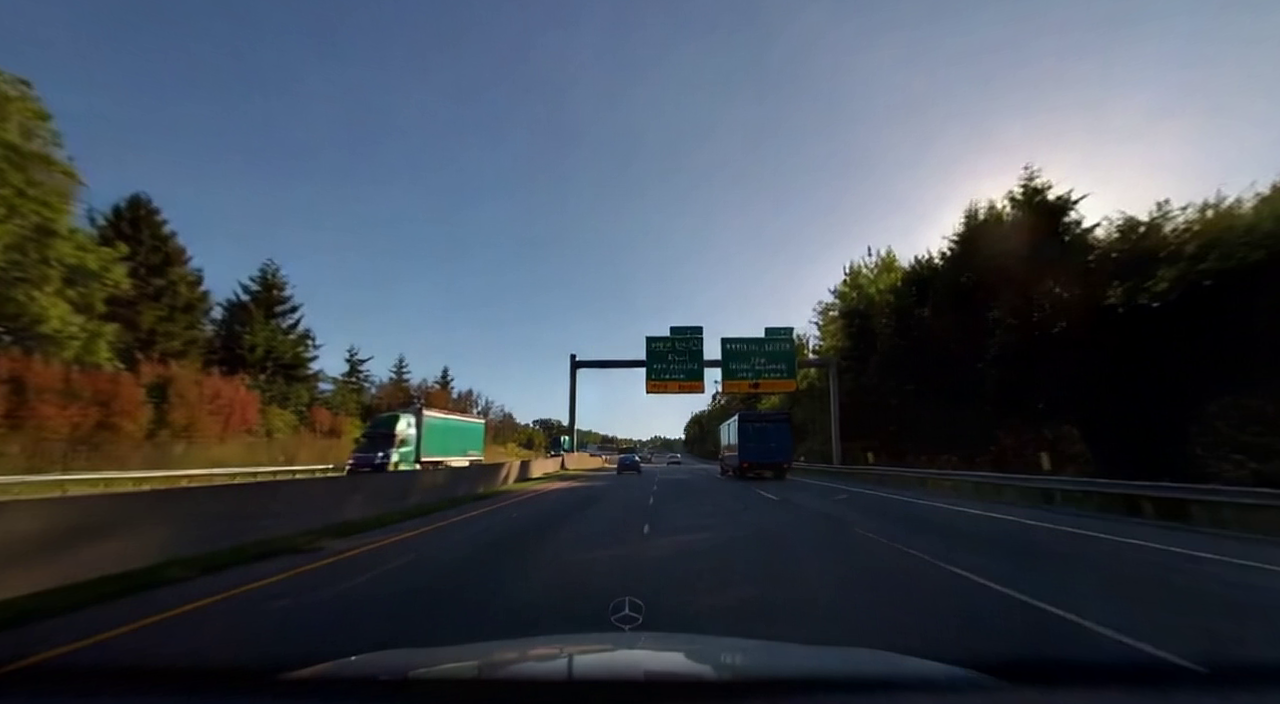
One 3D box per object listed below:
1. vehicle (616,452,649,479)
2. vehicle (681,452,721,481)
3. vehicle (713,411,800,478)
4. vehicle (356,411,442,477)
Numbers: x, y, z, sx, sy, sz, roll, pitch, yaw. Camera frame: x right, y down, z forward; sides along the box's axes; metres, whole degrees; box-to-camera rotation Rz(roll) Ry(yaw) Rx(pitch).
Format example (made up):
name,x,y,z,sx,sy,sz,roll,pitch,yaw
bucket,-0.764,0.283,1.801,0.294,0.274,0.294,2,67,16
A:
name,x,y,z,sx,sy,sz,roll,pitch,yaw
vehicle,-0.416,7.068,39.553,1.960,1.579,4.384,0,-9,1
vehicle,3.444,6.525,36.099,1.957,1.541,4.099,0,-9,1
vehicle,7.792,6.730,45.283,3.476,3.855,16.742,0,-9,1
vehicle,-15.801,6.142,41.861,2.938,4.020,6.109,-1,-9,3
